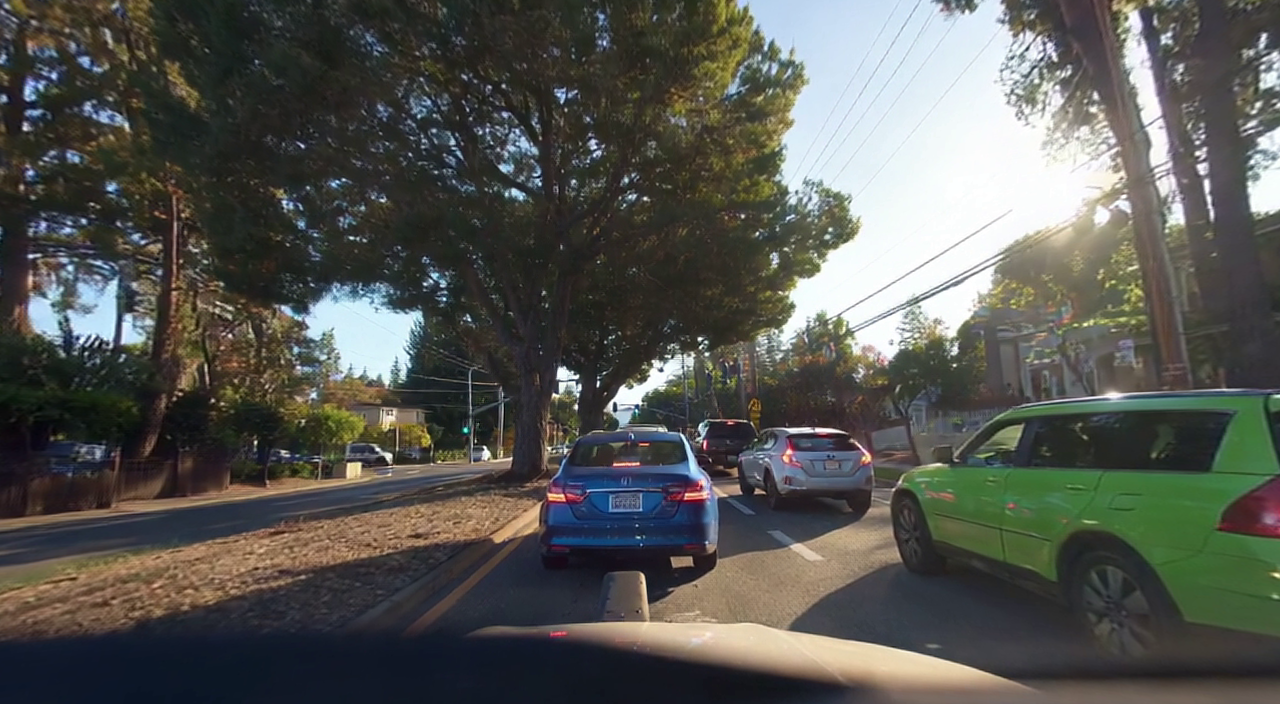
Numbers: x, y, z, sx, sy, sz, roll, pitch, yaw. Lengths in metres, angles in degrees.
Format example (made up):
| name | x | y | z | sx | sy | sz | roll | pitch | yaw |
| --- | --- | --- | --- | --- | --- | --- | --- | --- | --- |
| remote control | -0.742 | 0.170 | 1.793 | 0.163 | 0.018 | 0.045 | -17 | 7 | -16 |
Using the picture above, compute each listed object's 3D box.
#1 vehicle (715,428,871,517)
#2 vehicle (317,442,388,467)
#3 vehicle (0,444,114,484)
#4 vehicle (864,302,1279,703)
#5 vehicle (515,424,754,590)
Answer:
| name | x | y | z | sx | sy | sz | roll | pitch | yaw |
| --- | --- | --- | --- | --- | --- | --- | --- | --- | --- |
| vehicle | 2.953 | 2.439 | 13.342 | 1.971 | 1.517 | 4.521 | 0 | -8 | -2 |
| vehicle | -19.905 | 7.103 | 43.790 | 3.957 | 1.630 | 1.881 | 0 | -8 | 0 |
| vehicle | -22.531 | 4.187 | 23.701 | 4.092 | 1.438 | 1.639 | 0 | -8 | 1 |
| vehicle | 3.359 | 0.995 | 4.326 | 2.006 | 1.766 | 4.345 | 0 | -8 | -1 |
| vehicle | -0.101 | 1.727 | 7.933 | 2.186 | 1.500 | 4.141 | 0 | -8 | -1 |
